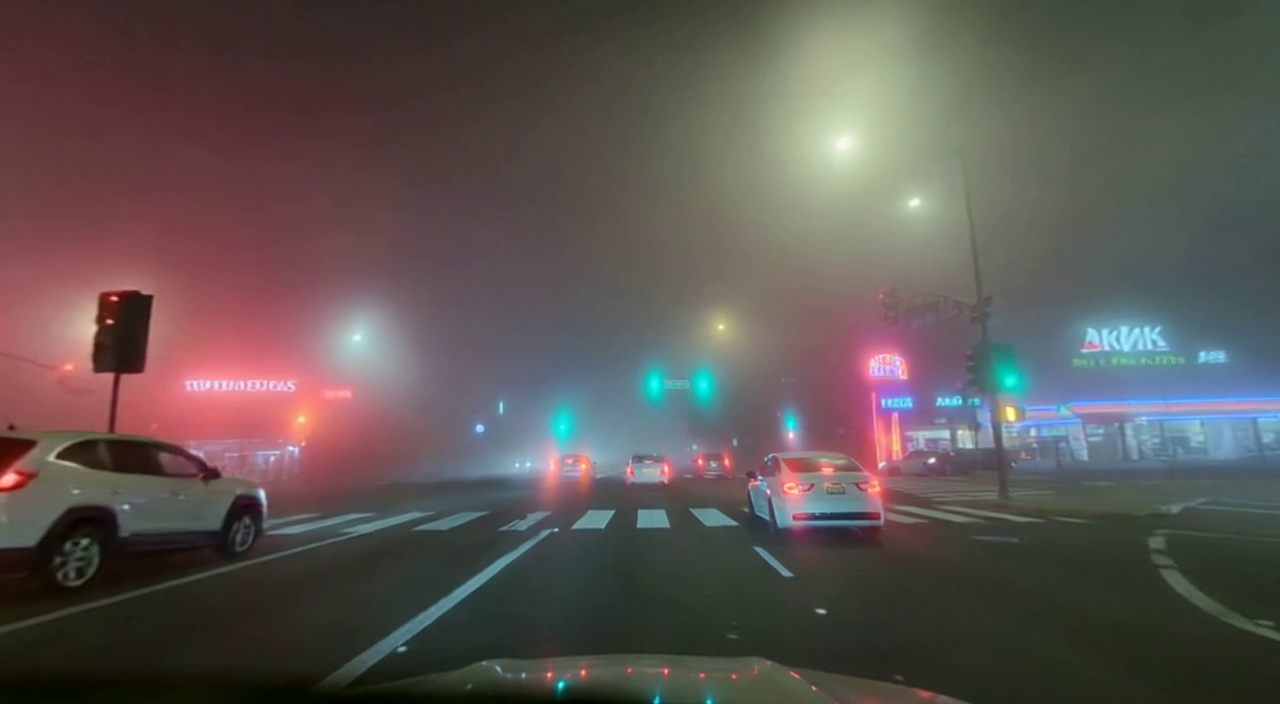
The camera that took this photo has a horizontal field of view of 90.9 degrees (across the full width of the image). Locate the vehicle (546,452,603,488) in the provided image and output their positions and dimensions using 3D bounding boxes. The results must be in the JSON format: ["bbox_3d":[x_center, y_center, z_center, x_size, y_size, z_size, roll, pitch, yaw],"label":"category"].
[{"bbox_3d":[-2.957,5.453,29.450,2.040,1.471,4.211,-1,-8,3],"label":"vehicle"}]

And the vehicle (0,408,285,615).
[{"bbox_3d":[-6.652,1.725,7.686,2.058,1.804,4.391,0,-8,0],"label":"vehicle"}]

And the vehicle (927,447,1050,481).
[{"bbox_3d":[15.752,5.053,28.648,4.481,1.427,1.830,0,-8,-2],"label":"vehicle"}]

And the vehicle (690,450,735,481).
[{"bbox_3d":[3.887,6.148,34.431,1.931,1.552,4.125,0,-8,0],"label":"vehicle"}]

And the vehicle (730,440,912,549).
[{"bbox_3d":[2.869,2.330,11.062,1.946,1.513,4.133,0,-8,0],"label":"vehicle"}]

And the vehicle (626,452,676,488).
[{"bbox_3d":[0.490,5.291,28.614,2.070,1.460,4.118,0,-8,1],"label":"vehicle"}]
